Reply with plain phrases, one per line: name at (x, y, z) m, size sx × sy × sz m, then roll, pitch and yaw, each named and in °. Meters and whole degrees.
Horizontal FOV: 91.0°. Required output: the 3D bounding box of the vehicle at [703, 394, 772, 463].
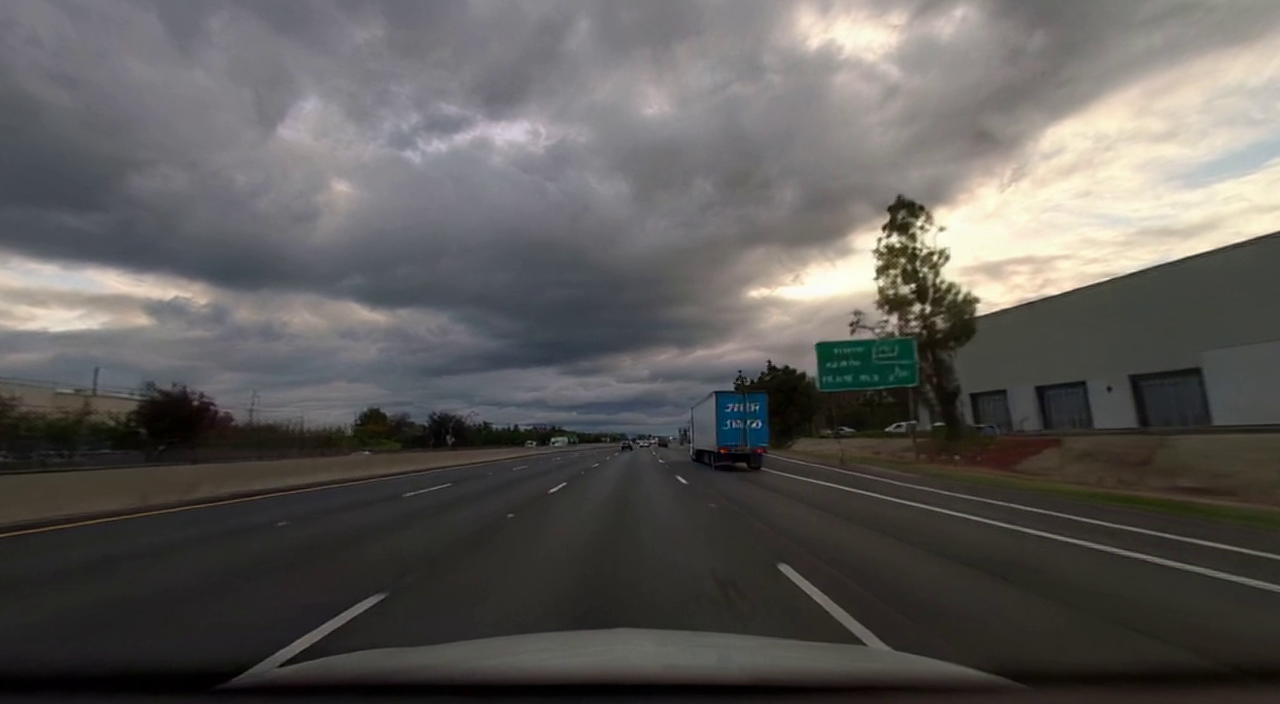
vehicle at (6.565, 5.724, 45.533) m, size 3.469 × 3.986 × 17.065 m, roll -1°, pitch -8°, yaw 4°
